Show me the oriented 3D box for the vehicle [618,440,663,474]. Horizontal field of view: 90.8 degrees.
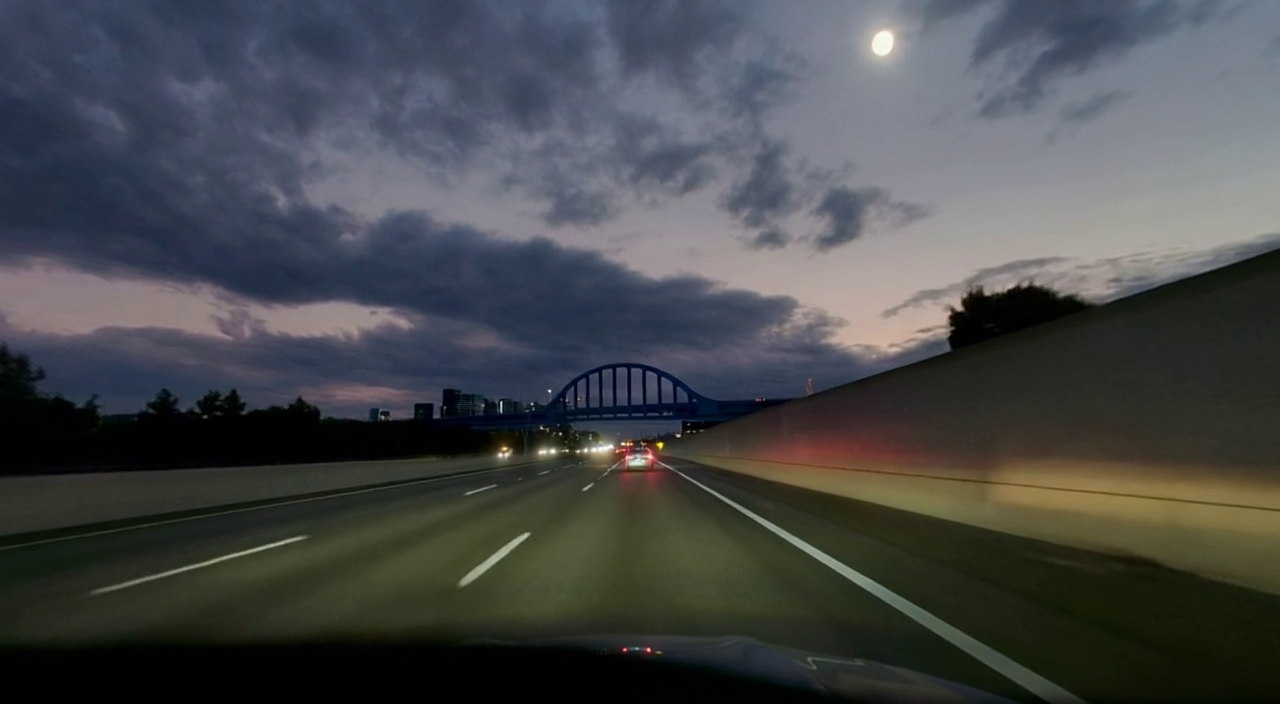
[{"bbox_3d":[0.013,5.671,34.272,2.299,1.716,4.579,0,-9,-1],"label":"vehicle"}]
